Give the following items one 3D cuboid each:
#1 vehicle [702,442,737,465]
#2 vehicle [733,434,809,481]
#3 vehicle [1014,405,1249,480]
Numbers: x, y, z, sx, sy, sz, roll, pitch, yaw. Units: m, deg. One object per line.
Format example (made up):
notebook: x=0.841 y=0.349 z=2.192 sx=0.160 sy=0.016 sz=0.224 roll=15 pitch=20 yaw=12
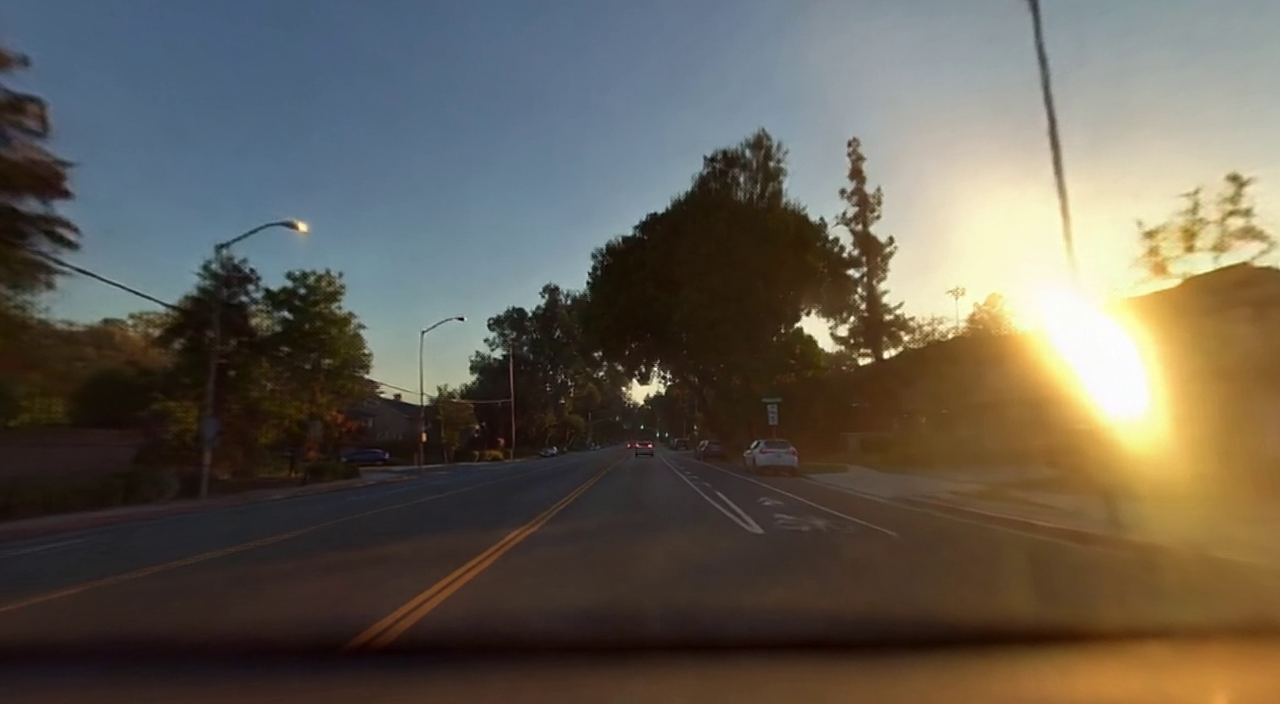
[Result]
vehicle: x=5.560 y=7.140 z=44.357 sx=1.851 sy=1.487 sz=4.566 roll=0 pitch=-9 yaw=-1
vehicle: x=5.277 y=4.336 z=26.002 sx=2.140 sy=1.739 sz=4.721 roll=0 pitch=-9 yaw=0
vehicle: x=13.400 y=2.481 z=17.328 sx=4.674 sy=1.557 sz=2.288 roll=-4 pitch=-8 yaw=-7
